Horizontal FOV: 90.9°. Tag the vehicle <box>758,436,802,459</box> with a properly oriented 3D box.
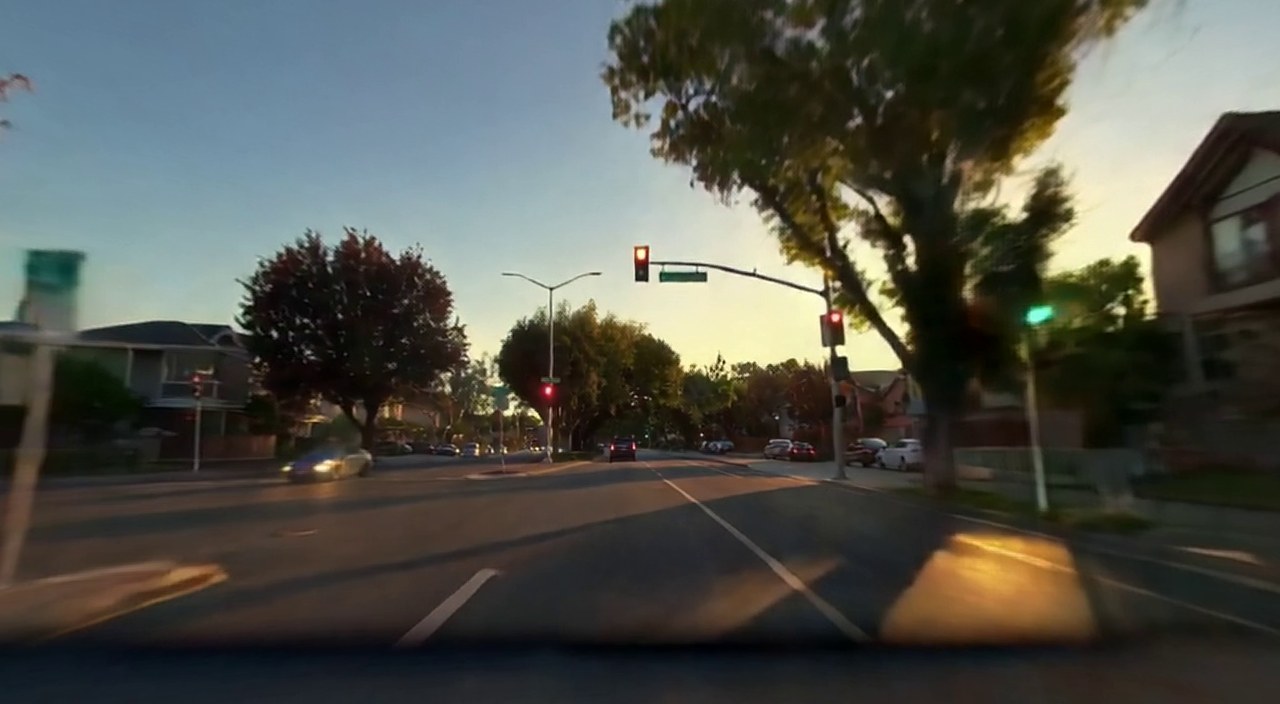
[{"bbox_3d":[10.776,7.404,48.910,2.156,1.689,4.774,0,-8,-1],"label":"vehicle"}]

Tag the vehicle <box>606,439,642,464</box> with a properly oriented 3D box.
[{"bbox_3d":[-0.976,6.069,38.612,2.113,1.462,4.203,0,-8,-1],"label":"vehicle"}]

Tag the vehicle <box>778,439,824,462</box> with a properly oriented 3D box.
[{"bbox_3d":[11.048,6.771,43.473,1.838,1.443,4.563,0,-8,-2],"label":"vehicle"}]

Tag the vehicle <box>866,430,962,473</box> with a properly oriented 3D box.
[{"bbox_3d":[11.668,4.272,27.234,2.018,1.665,4.576,0,-8,-1],"label":"vehicle"}]

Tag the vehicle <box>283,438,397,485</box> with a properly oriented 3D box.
[{"bbox_3d":[-10.669,3.910,22.873,1.995,1.485,4.560,0,-8,-1],"label":"vehicle"}]
